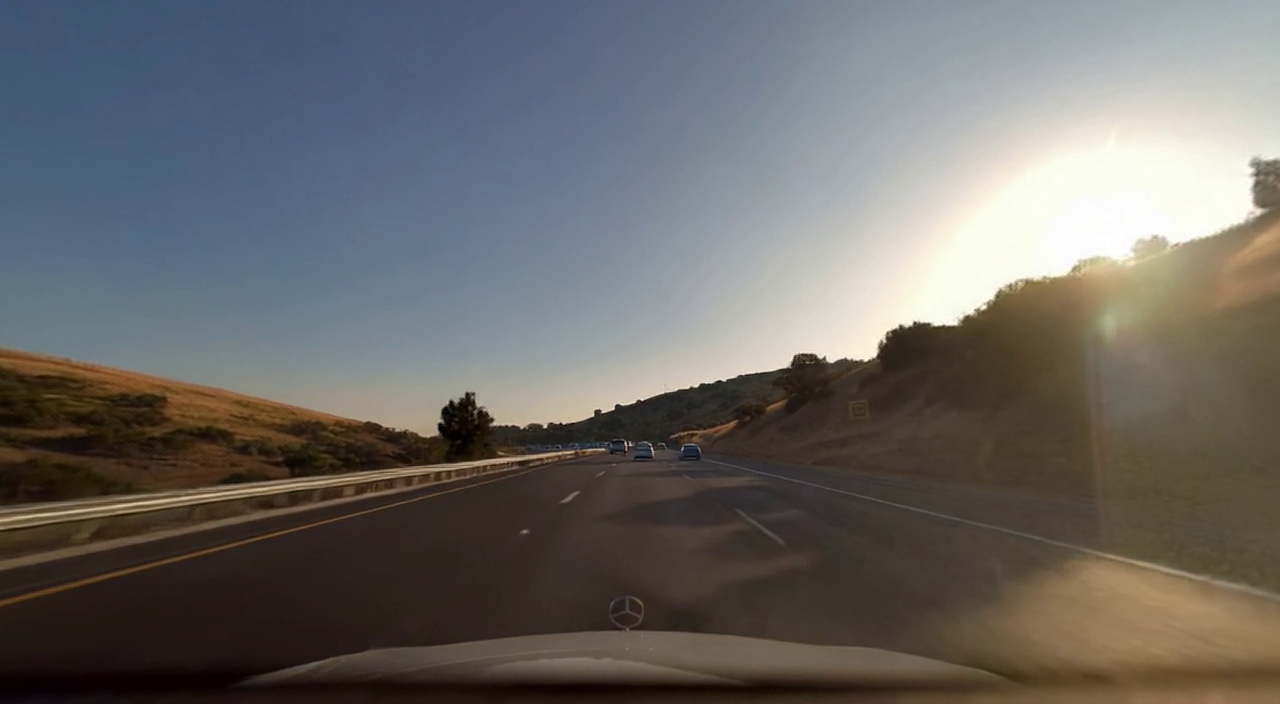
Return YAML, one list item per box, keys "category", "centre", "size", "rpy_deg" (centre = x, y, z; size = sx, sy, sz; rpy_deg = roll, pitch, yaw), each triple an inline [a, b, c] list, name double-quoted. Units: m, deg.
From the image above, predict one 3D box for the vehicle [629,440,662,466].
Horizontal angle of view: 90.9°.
- category: "vehicle"
  centre: [0.324, 6.437, 40.382]
  size: [1.986, 1.576, 4.312]
  rpy_deg: [0, -8, 0]

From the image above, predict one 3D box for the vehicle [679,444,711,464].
- category: "vehicle"
  centre: [3.888, 7.253, 44.991]
  size: [1.976, 1.352, 3.602]
  rpy_deg: [0, -8, 0]
